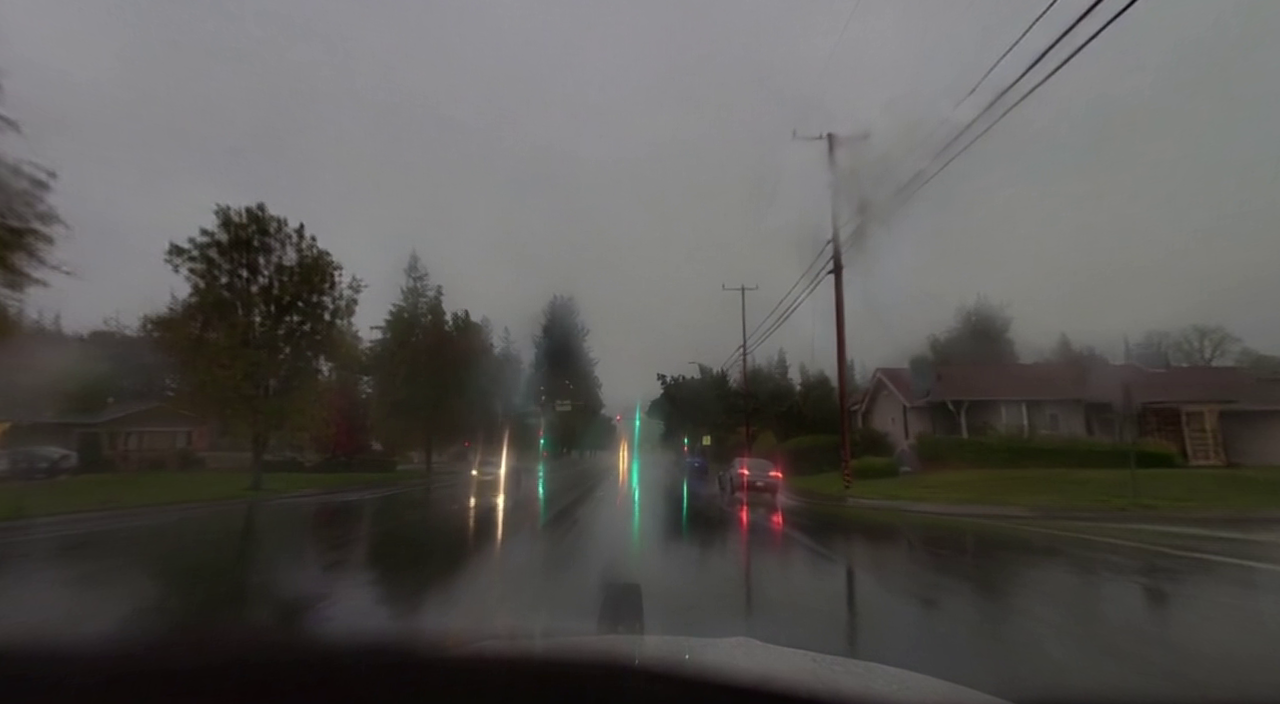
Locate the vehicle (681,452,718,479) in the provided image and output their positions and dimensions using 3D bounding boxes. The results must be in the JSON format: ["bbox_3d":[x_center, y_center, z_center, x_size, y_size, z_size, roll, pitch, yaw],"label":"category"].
[{"bbox_3d":[4.005,7.733,43.316,2.020,1.690,4.621,0,-9,-1],"label":"vehicle"}]

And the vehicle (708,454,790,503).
[{"bbox_3d":[3.749,4.436,22.580,2.031,1.500,4.590,0,-9,-1],"label":"vehicle"}]

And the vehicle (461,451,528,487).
[{"bbox_3d":[-6.529,5.295,28.863,2.049,1.494,4.226,0,-9,1],"label":"vehicle"}]

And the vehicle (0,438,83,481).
[{"bbox_3d":[-28.657,4.831,28.482,4.750,1.845,2.382,0,-9,-1],"label":"vehicle"}]
